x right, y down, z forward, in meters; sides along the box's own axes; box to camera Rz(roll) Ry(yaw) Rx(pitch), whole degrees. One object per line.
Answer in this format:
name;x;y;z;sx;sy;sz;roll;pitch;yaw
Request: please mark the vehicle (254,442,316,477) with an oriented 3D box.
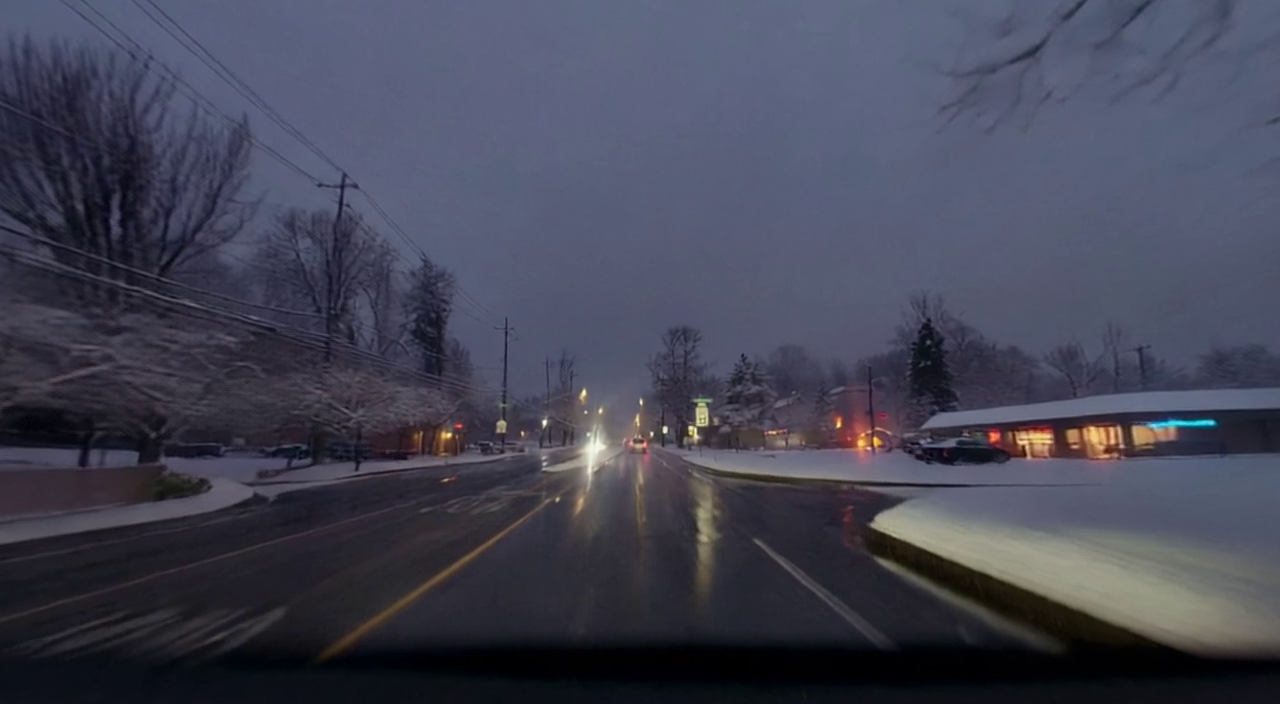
vehicle;-16.456;4.964;29.471;2.061;1.475;4.357;4;-9;-24
